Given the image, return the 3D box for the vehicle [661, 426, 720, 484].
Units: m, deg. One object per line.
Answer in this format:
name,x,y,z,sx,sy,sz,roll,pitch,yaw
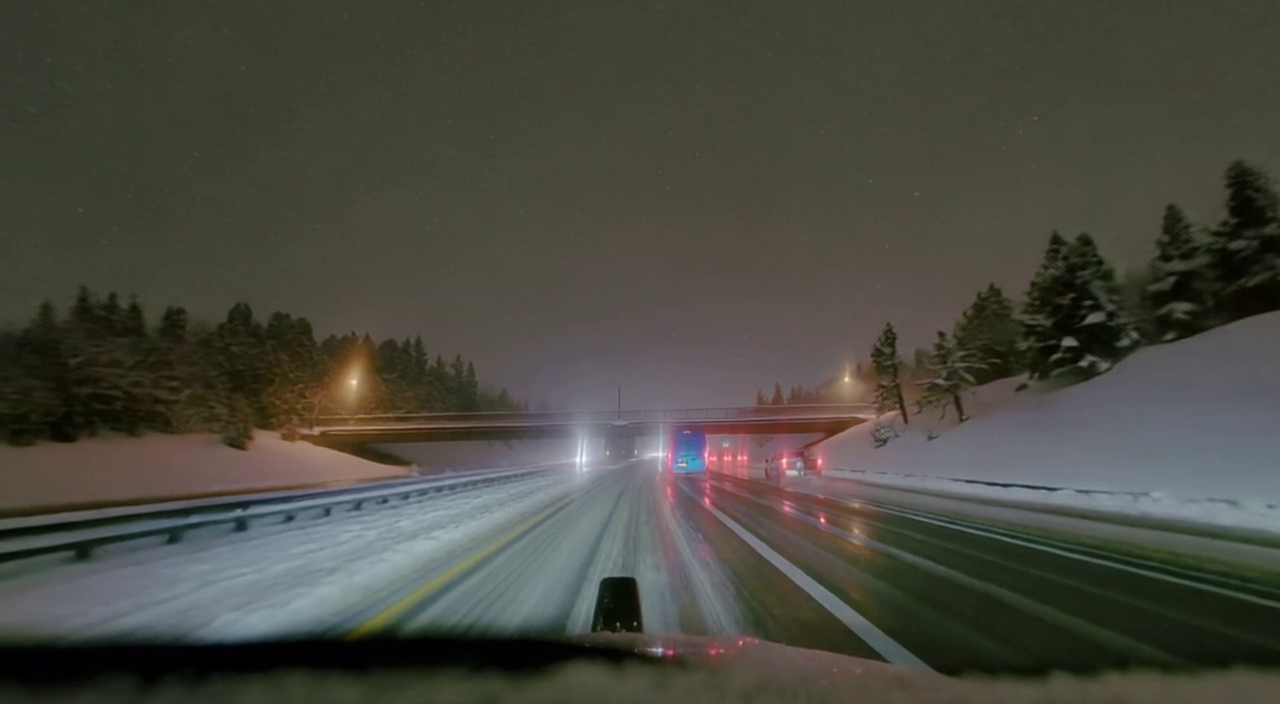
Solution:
vehicle,2.385,5.141,31.475,2.560,2.598,5.581,-1,-9,1
